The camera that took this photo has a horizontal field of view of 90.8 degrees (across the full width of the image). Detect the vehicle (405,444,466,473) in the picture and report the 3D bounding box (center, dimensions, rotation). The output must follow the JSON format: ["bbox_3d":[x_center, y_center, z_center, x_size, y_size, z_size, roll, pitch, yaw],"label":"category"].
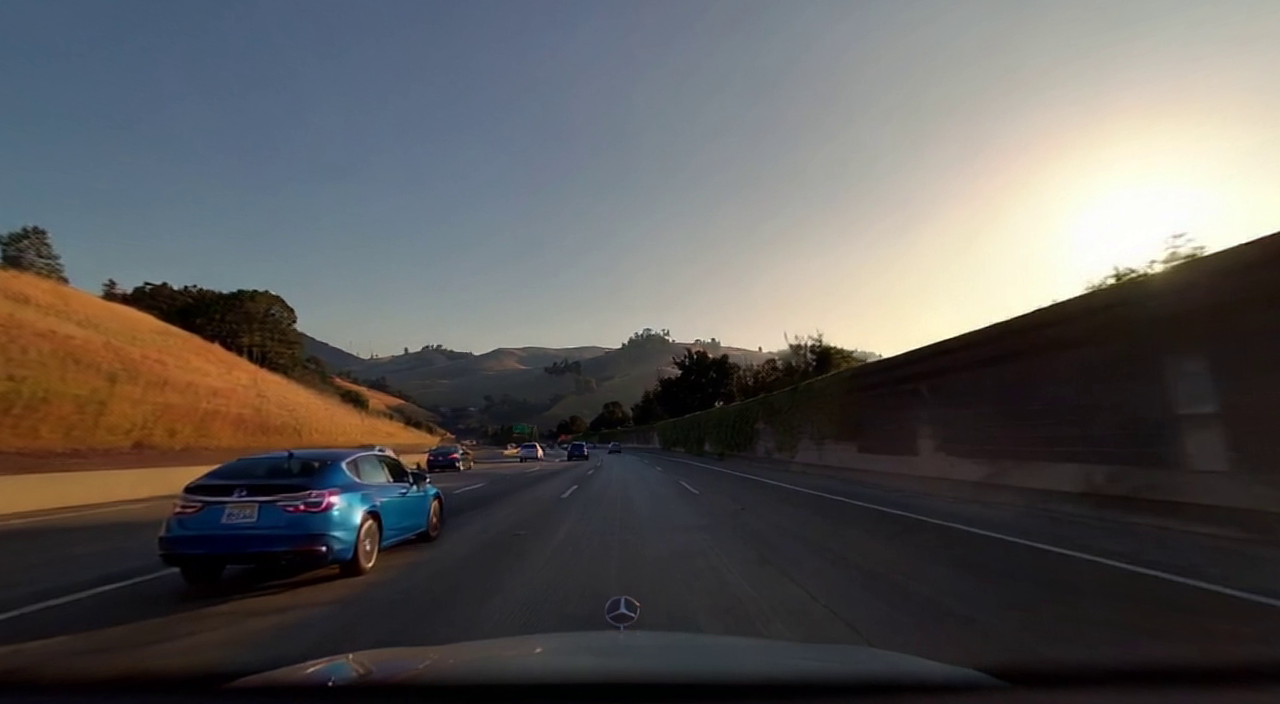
[{"bbox_3d":[-11.259,5.893,35.147,1.949,1.475,4.740,0,-9,-2],"label":"vehicle"}]

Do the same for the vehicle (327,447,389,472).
[{"bbox_3d":[-17.081,6.515,38.499,1.927,1.396,4.150,0,-9,-1],"label":"vehicle"}]
